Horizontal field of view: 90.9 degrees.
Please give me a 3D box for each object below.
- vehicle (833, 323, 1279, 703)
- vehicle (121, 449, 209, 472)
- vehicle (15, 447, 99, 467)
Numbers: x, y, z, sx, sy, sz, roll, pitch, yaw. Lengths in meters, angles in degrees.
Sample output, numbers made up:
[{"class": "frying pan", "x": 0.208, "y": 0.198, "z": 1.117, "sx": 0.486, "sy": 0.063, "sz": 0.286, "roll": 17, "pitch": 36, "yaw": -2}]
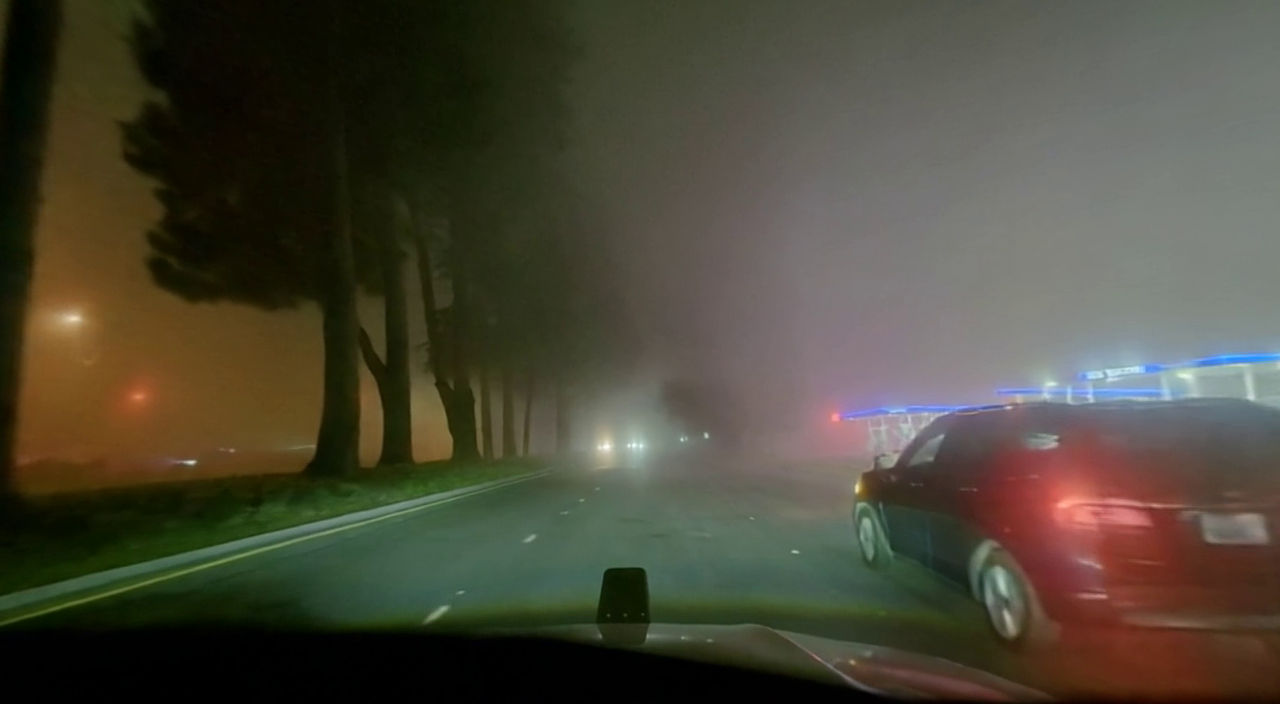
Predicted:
[{"class": "vehicle", "x": 3.375, "y": 1.094, "z": 4.981, "sx": 2.151, "sy": 1.771, "sz": 4.792, "roll": 0, "pitch": -8, "yaw": 0}, {"class": "vehicle", "x": -31.293, "y": 7.147, "z": 41.621, "sx": 4.275, "sy": 1.411, "sz": 1.968, "roll": -1, "pitch": -8, "yaw": 3}, {"class": "vehicle", "x": -44.193, "y": 7.934, "z": 47.820, "sx": 4.315, "sy": 1.478, "sz": 1.931, "roll": 1, "pitch": -9, "yaw": -2}]
